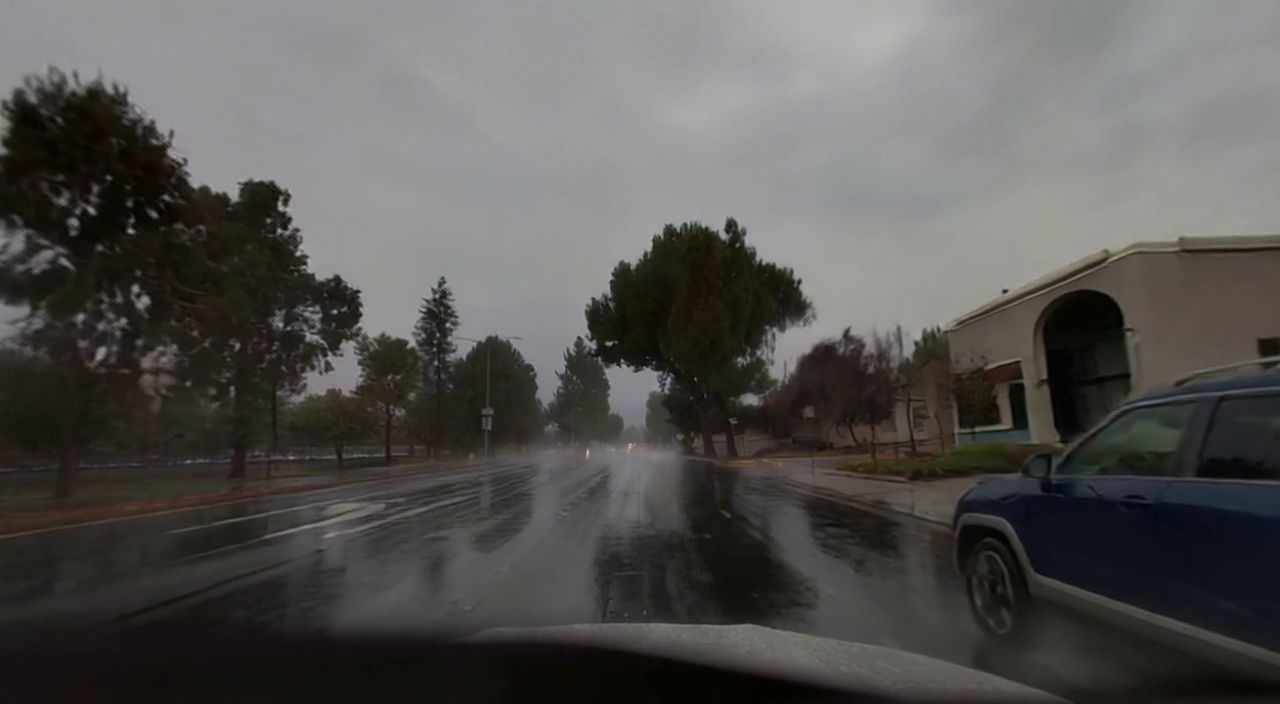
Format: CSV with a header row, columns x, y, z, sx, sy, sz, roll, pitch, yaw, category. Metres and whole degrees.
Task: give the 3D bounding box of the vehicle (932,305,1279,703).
x,y,z,sx,sy,sz,roll,pitch,yaw,category
2.944,0.722,1.702,2.047,1.768,4.607,0,-9,0,vehicle
